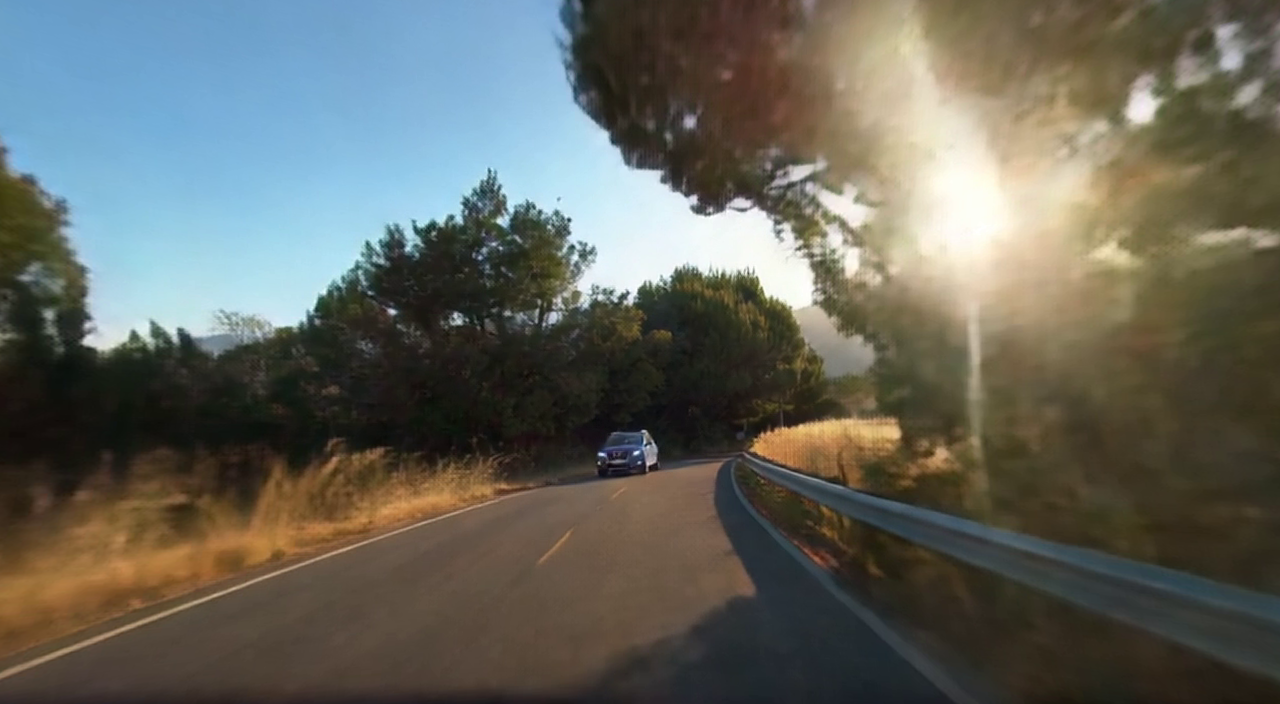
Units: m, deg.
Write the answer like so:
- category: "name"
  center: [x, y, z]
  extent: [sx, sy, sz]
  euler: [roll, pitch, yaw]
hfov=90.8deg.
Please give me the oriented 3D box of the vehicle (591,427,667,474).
- category: "vehicle"
  center: [-0.336, 4.188, 26.939]
  extent: [2.251, 1.799, 4.776]
  euler: [-2, -9, 11]
